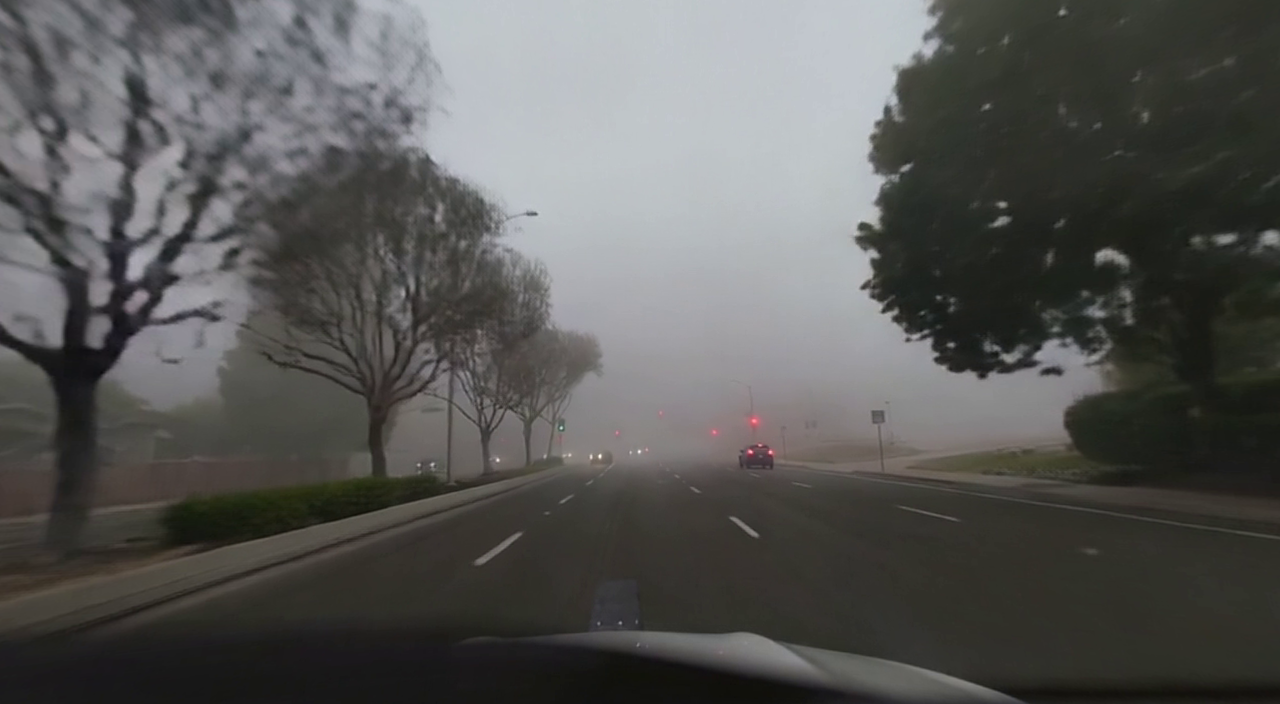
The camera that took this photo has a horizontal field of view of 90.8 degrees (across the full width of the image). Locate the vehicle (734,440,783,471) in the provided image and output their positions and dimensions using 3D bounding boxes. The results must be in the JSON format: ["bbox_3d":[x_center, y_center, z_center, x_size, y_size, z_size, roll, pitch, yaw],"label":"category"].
[{"bbox_3d":[6.873,6.055,37.109,2.011,1.710,4.357,0,-9,-1],"label":"vehicle"}]
